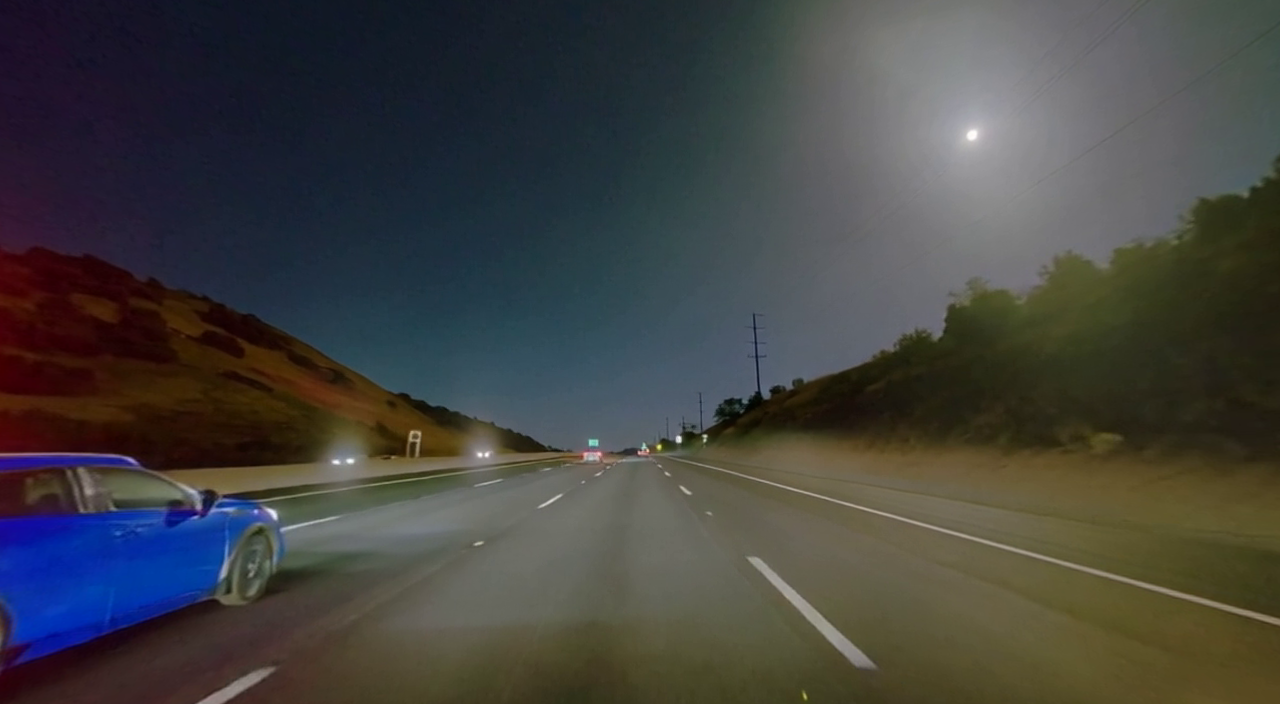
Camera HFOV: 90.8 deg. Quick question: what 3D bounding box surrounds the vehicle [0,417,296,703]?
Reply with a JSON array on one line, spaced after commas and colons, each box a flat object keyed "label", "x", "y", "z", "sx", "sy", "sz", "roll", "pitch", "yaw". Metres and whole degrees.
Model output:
[{"label": "vehicle", "x": -4.166, "y": 1.087, "z": 3.185, "sx": 2.064, "sy": 1.489, "sz": 4.966, "roll": 0, "pitch": -9, "yaw": 0}]
